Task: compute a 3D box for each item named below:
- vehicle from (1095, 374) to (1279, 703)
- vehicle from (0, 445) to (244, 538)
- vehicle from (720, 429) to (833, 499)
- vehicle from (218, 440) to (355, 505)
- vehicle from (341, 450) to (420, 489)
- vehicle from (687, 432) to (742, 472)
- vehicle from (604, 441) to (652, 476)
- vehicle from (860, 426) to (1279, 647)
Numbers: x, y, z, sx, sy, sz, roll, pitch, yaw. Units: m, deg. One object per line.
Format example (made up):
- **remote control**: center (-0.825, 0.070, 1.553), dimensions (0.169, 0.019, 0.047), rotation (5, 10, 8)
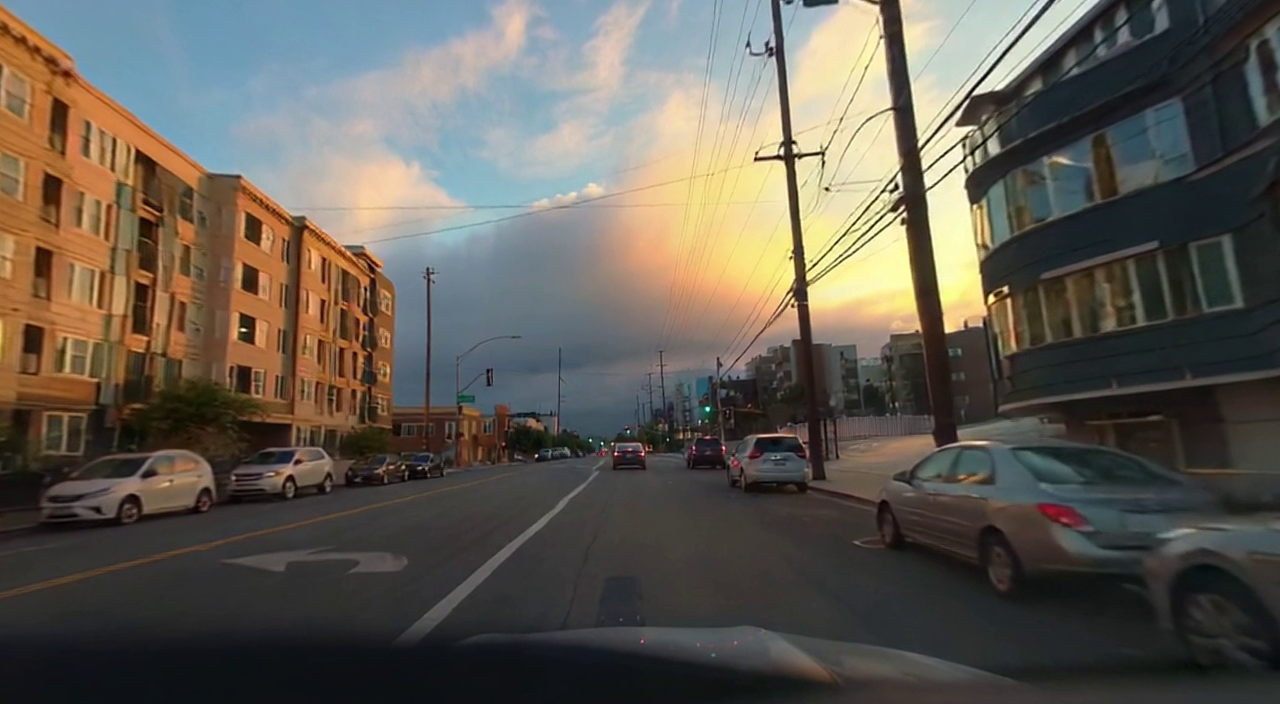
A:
- **vehicle**: center (3.962, 0.738, 1.503), dimensions (1.973, 1.660, 5.031), rotation (0, -8, 0)
- **vehicle**: center (-11.805, 3.088, 14.762), dimensions (2.039, 1.781, 4.536), rotation (0, -8, 1)
- **vehicle**: center (3.791, 3.213, 18.520), dimensions (2.186, 1.764, 4.470), rotation (0, -8, -2)
- **vehicle**: center (-11.788, 4.001, 21.562), dimensions (1.997, 1.918, 4.736), rotation (0, -8, -1)
- **vehicle**: center (-11.864, 5.375, 29.177), dimensions (2.004, 1.526, 3.807), rotation (-2, -8, 1)
- **vehicle**: center (3.892, 5.343, 33.942), dimensions (2.248, 1.945, 5.011), rotation (0, -8, -1)
- **vehicle**: center (-0.484, 4.756, 28.521), dimensions (2.019, 1.453, 4.129), rotation (0, -8, 1)
- **vehicle**: center (4.067, 1.578, 6.575), dimensions (1.956, 1.489, 4.441), rotation (0, -8, 0)
